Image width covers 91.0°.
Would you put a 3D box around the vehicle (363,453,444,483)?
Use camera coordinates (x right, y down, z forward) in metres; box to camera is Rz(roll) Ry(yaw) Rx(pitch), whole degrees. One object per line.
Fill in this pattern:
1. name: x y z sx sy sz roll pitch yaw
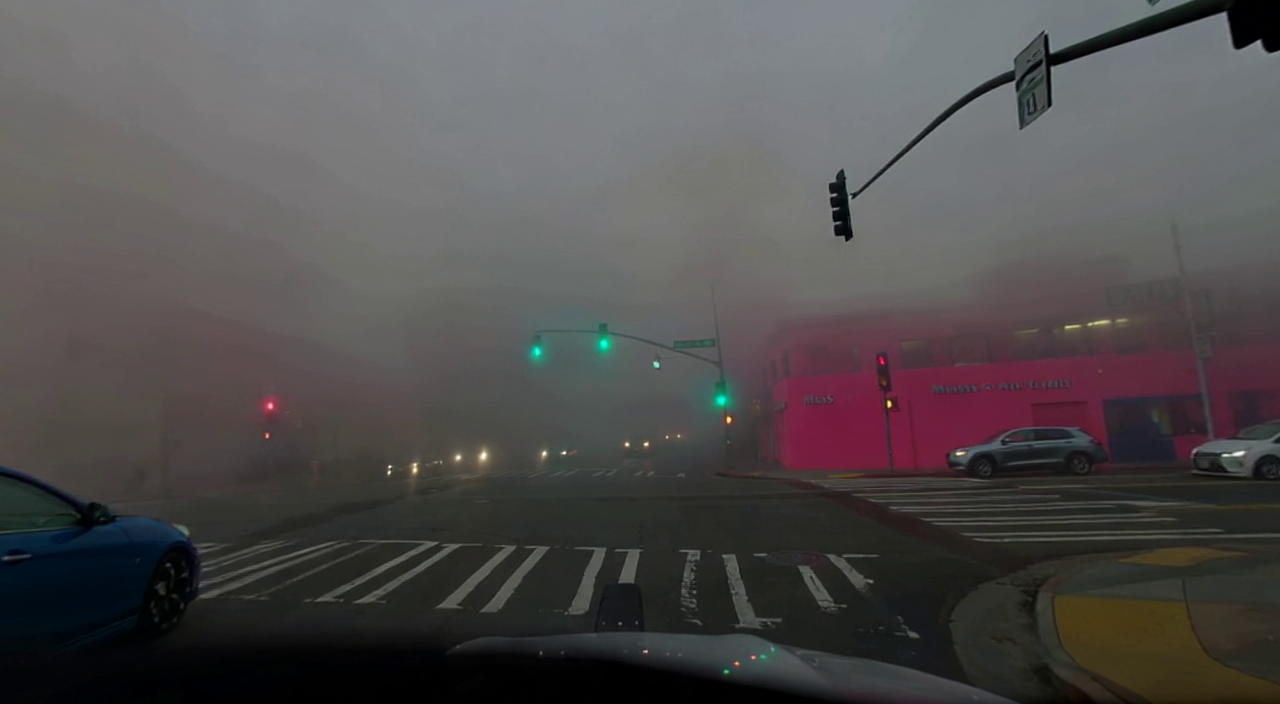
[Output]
1. vehicle: -12.585 6.175 33.874 1.976 1.425 4.567 -1 -9 9

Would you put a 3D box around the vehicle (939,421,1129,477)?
1. vehicle: 11.577 2.889 18.793 4.355 1.546 1.820 -1 -9 6

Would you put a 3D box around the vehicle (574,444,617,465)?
1. vehicle: -3.046 7.155 44.005 1.743 1.362 4.350 -2 -9 14

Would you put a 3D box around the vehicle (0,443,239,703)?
1. vehicle: -3.656 0.976 2.146 1.759 1.325 4.295 0 -9 0

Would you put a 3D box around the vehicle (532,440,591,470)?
1. vehicle: -4.503 5.990 36.859 1.928 1.647 4.575 -2 -9 13

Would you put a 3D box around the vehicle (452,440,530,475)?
1. vehicle: -8.385 5.975 36.054 2.152 1.825 5.406 -2 -9 12
